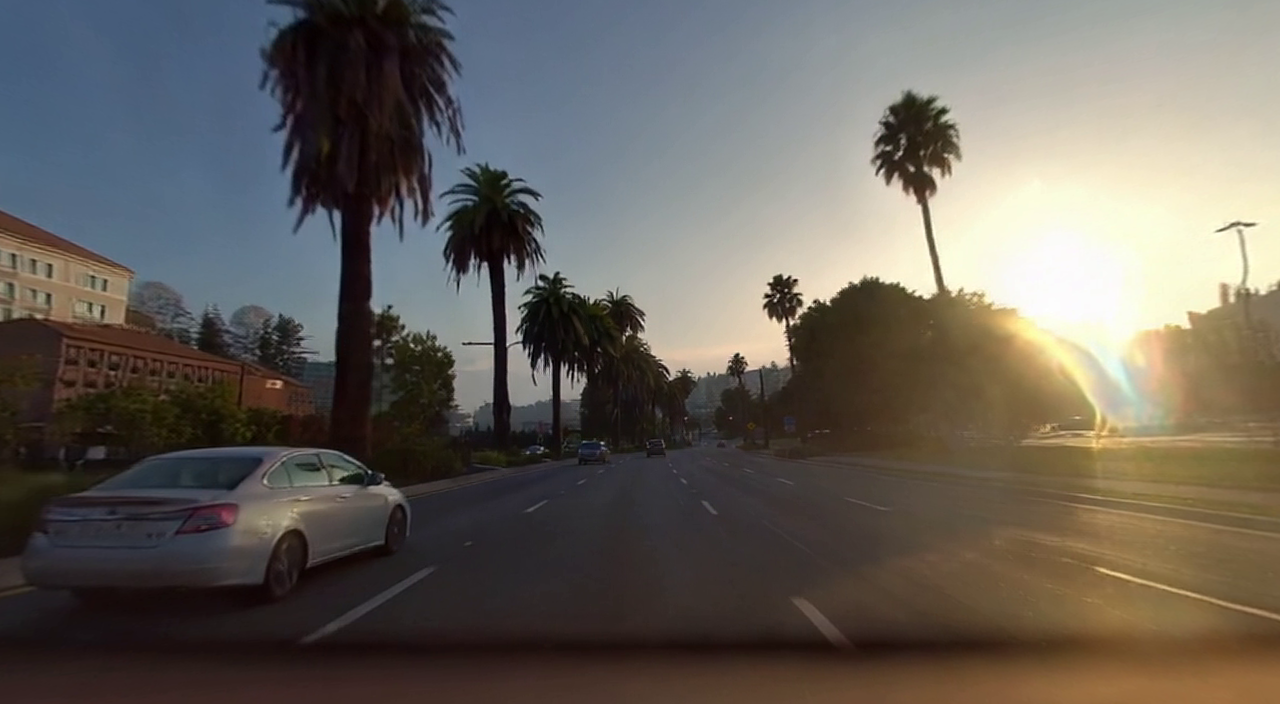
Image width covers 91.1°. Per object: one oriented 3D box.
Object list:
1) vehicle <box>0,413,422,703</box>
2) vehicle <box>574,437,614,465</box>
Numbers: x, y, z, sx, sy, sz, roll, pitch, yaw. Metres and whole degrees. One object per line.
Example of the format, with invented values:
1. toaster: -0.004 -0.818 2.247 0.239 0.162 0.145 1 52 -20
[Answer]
1. vehicle: -3.797 1.395 5.456 2.036 1.478 4.771 0 -8 1
2. vehicle: -3.151 6.959 44.186 2.188 1.819 4.667 -1 -8 4
